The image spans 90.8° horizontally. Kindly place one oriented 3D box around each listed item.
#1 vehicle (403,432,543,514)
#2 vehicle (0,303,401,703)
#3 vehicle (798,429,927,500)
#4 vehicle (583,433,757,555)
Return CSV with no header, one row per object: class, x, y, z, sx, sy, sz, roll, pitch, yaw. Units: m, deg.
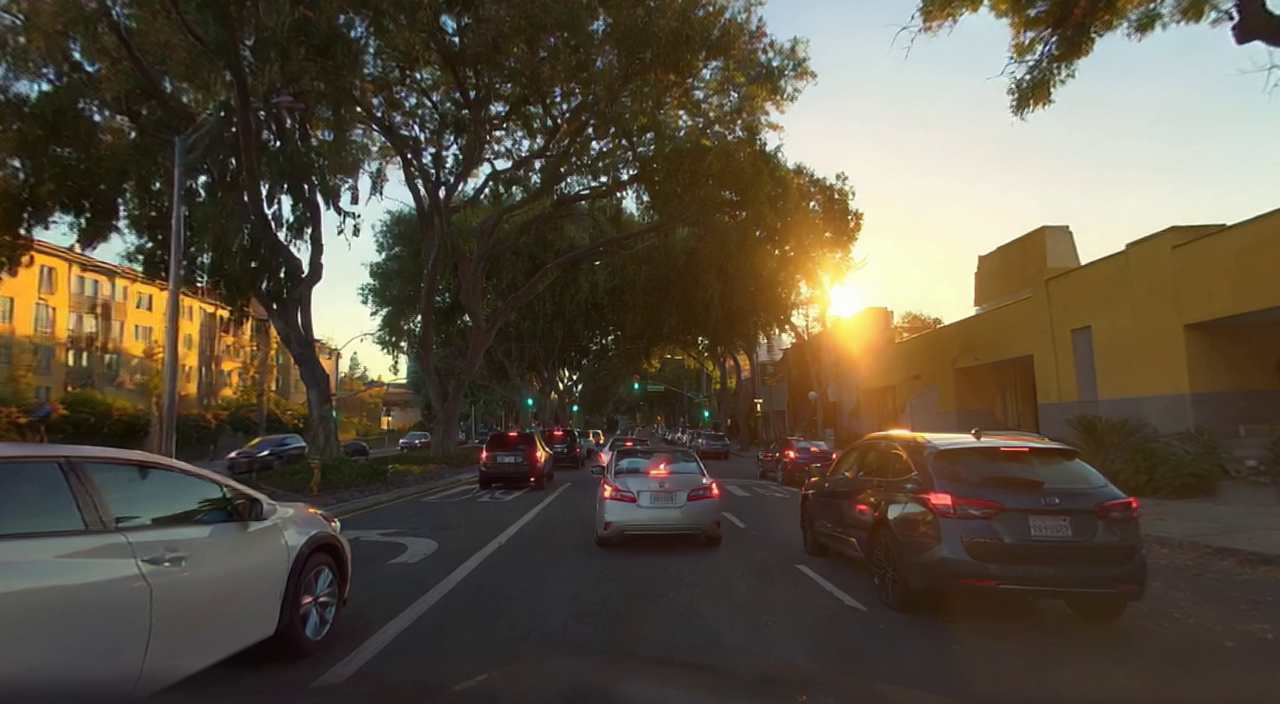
vehicle,-3.507,2.623,14.219,1.901,1.522,4.556,0,-9,0
vehicle,-3.268,0.933,3.397,2.152,1.802,4.628,0,-9,0
vehicle,6.339,3.253,18.675,2.025,1.808,4.579,0,-9,-2
vehicle,0.272,1.996,9.573,2.095,1.438,3.843,0,-9,-3
